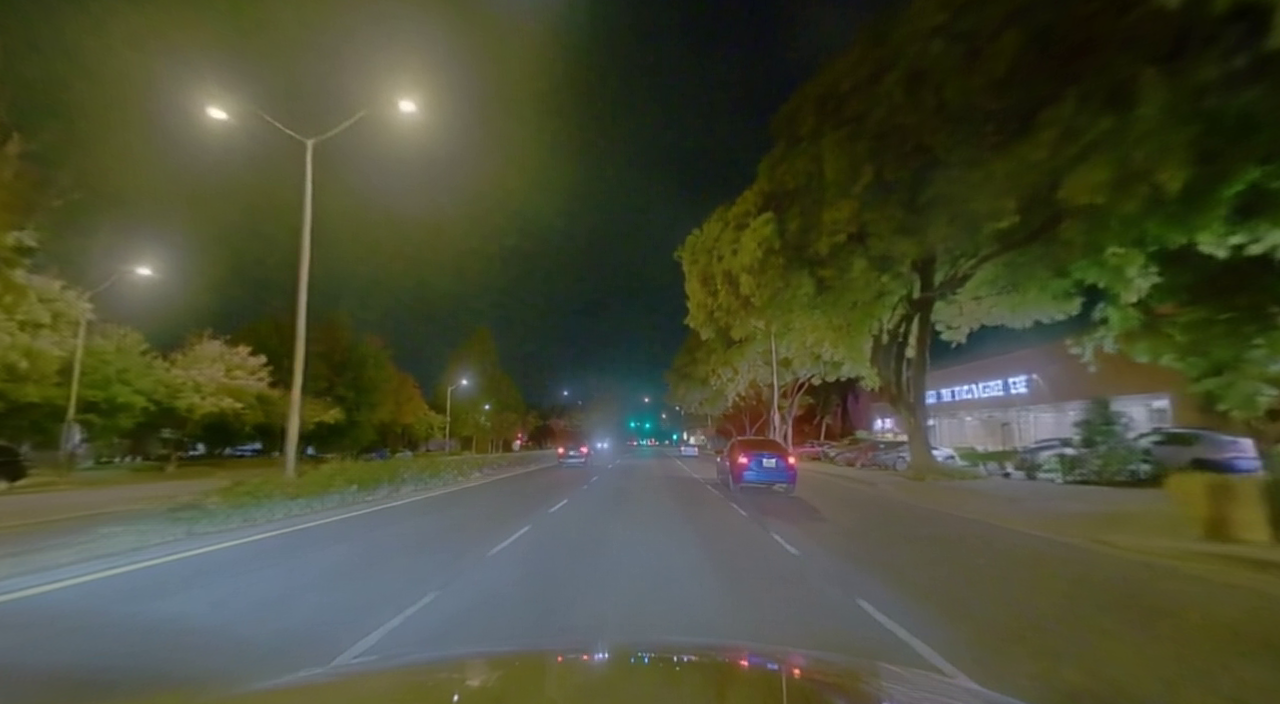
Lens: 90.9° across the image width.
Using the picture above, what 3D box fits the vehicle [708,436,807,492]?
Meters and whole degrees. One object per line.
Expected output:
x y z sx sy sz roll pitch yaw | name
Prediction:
3.357 3.296 18.974 2.083 1.474 4.360 0 -8 -1 | vehicle

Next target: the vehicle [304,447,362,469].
-21.530 7.443 44.379 1.799 1.465 4.390 0 -8 2 | vehicle

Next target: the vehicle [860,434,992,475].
13.769 4.934 30.516 5.342 1.867 2.147 0 -8 -5 | vehicle

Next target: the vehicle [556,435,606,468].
-3.022 5.204 33.193 2.113 1.626 4.129 0 -8 2 | vehicle

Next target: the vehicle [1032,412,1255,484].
16.731 3.268 21.550 2.160 2.093 5.795 1 -8 -10 | vehicle
